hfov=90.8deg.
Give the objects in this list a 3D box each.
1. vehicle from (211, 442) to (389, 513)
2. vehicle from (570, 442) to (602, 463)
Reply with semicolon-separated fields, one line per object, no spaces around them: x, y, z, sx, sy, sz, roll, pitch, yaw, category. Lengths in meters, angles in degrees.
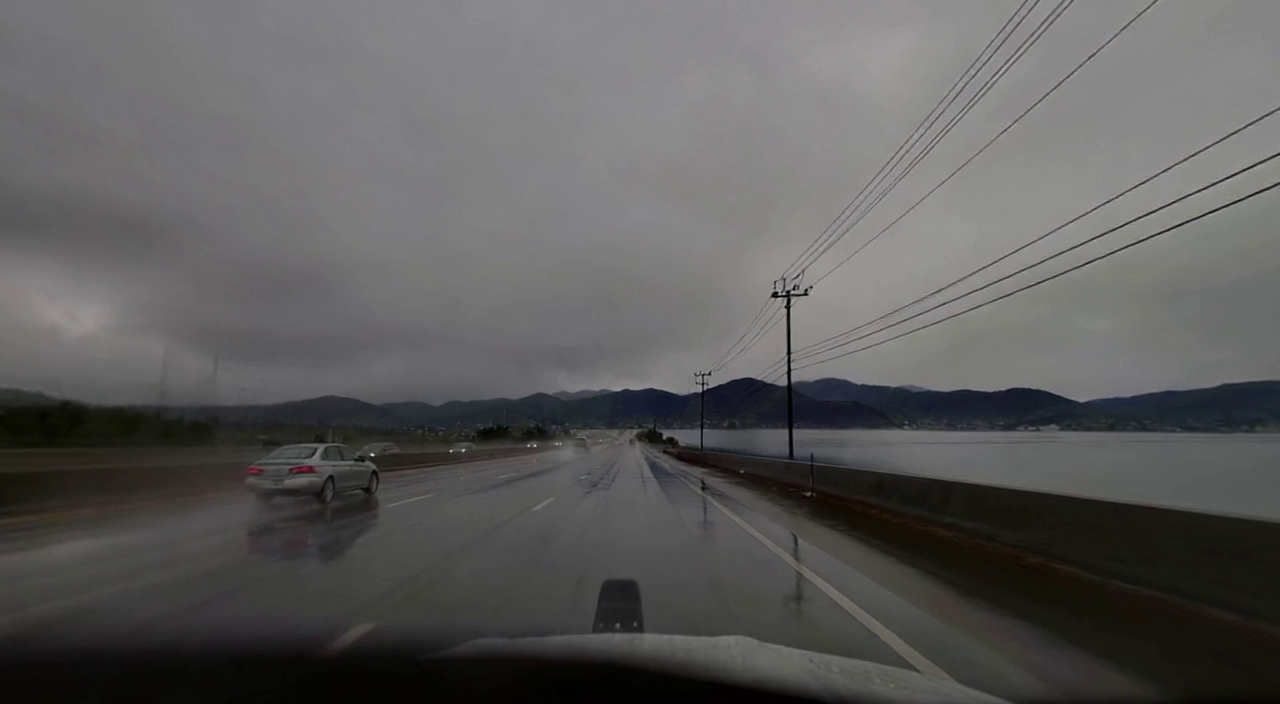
-7.965;2.935;15.391;1.847;1.456;4.471;0;-8;0;vehicle
-4.013;7.518;47.313;2.097;1.514;4.209;0;-8;-1;vehicle
